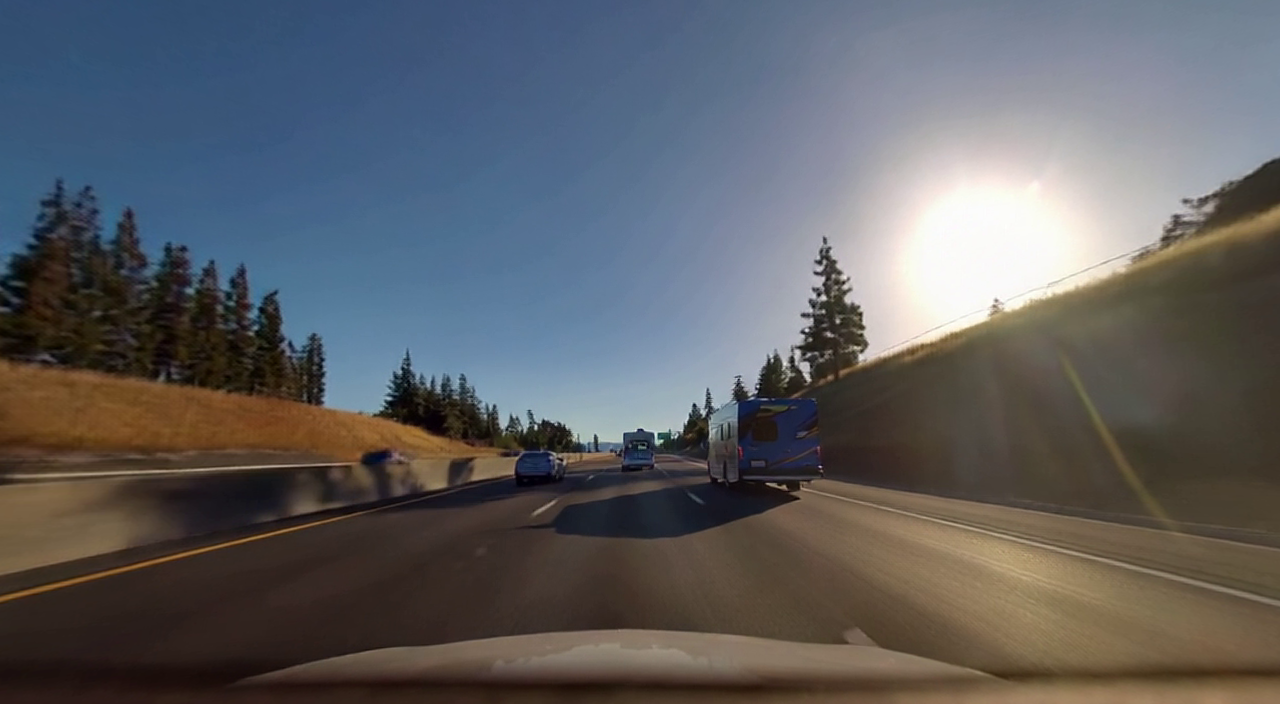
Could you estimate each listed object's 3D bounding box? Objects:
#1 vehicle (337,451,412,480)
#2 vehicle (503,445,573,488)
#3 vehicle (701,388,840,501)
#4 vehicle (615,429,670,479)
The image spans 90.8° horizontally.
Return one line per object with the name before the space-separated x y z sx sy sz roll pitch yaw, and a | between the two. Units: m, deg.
vehicle | -14.551 6.249 34.962 1.977 1.469 4.853 0 -9 1
vehicle | -3.884 4.473 24.939 1.959 1.502 4.559 0 -9 1
vehicle | 3.708 2.926 19.932 2.607 2.910 7.252 0 -9 -2
vehicle | 0.093 5.139 32.019 2.524 2.310 4.986 0 -9 0
